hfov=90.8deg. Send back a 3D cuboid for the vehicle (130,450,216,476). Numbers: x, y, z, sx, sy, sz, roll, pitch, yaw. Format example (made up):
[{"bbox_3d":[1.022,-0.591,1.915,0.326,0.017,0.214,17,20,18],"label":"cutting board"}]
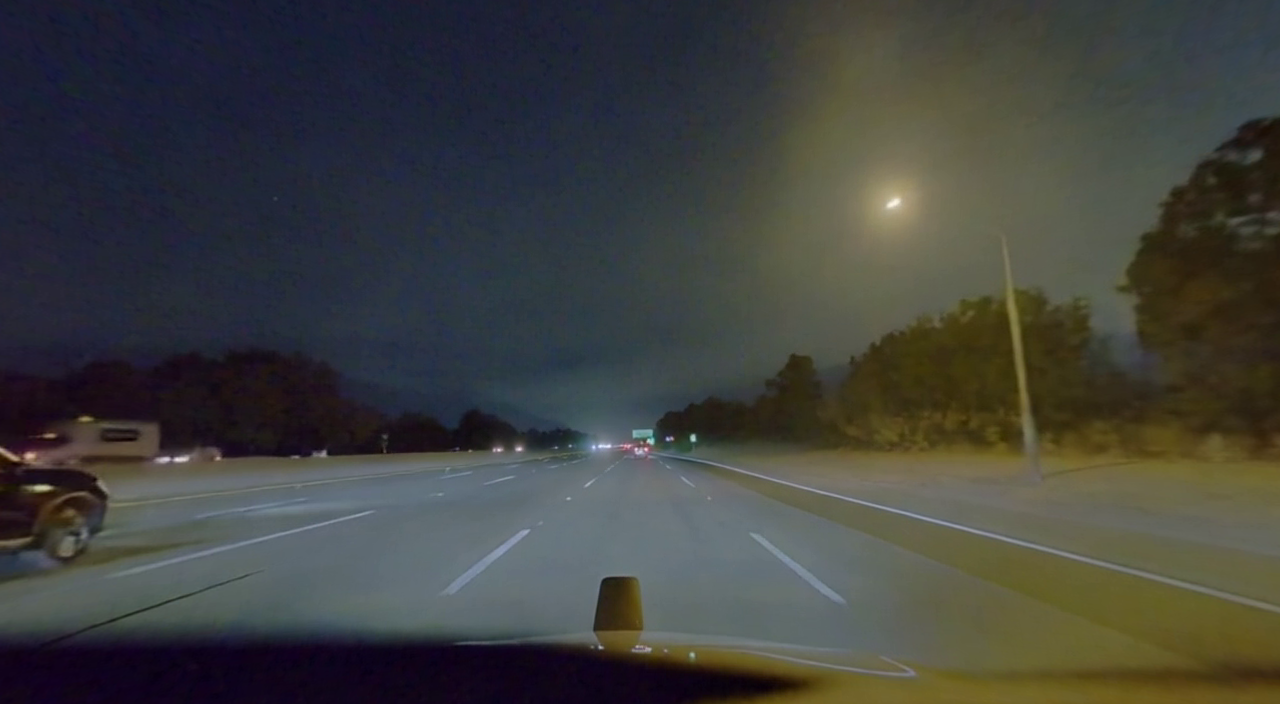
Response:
[{"bbox_3d":[-28.671,6.811,38.959,1.811,1.490,4.570,0,-8,0],"label":"vehicle"}]

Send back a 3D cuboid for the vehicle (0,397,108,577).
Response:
[{"bbox_3d":[-7.527,1.198,5.208,2.032,1.808,4.776,0,-8,1],"label":"vehicle"}]

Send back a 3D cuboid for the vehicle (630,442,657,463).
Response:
[{"bbox_3d":[0.247,7.651,48.369,2.021,1.528,4.154,0,-8,-1],"label":"vehicle"}]
